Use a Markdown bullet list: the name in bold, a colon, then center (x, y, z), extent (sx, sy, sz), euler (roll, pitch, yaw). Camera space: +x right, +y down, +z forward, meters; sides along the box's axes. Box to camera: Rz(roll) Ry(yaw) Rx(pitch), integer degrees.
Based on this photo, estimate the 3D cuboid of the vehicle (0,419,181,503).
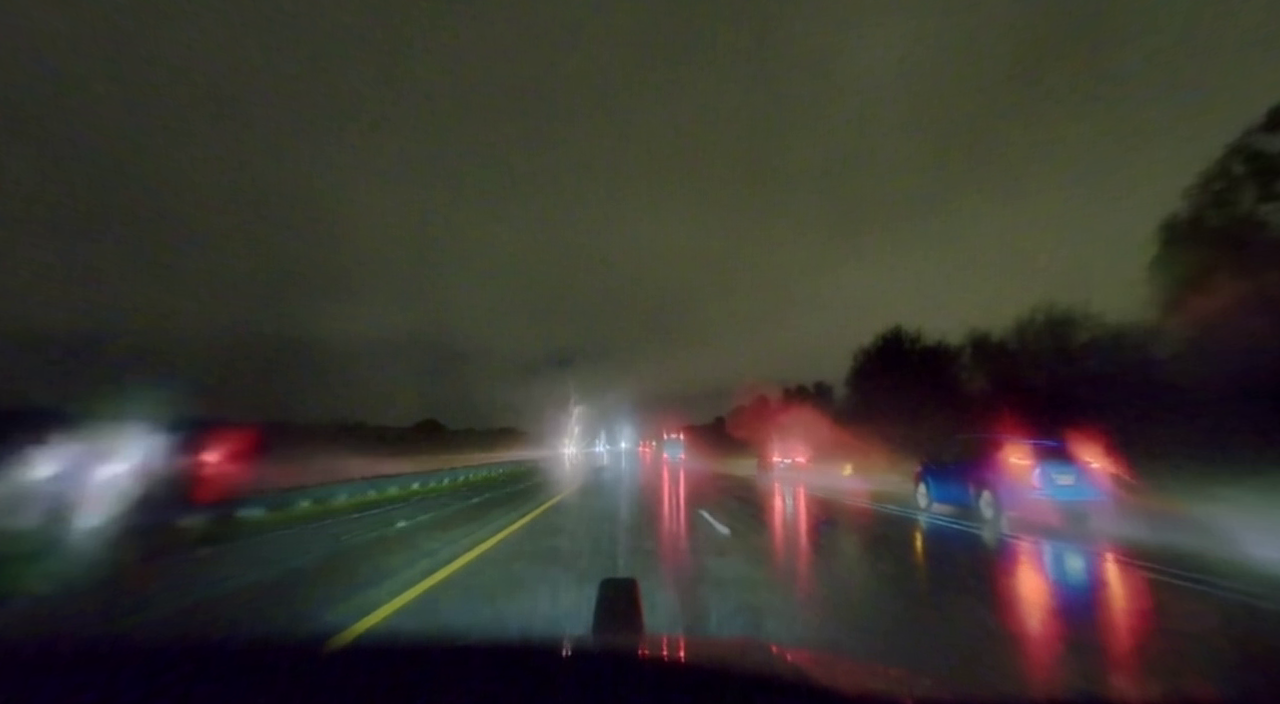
- **vehicle**: center (-13.514, 2.543, 14.947), extent (2.013, 1.690, 4.217), euler (0, -9, -1)
